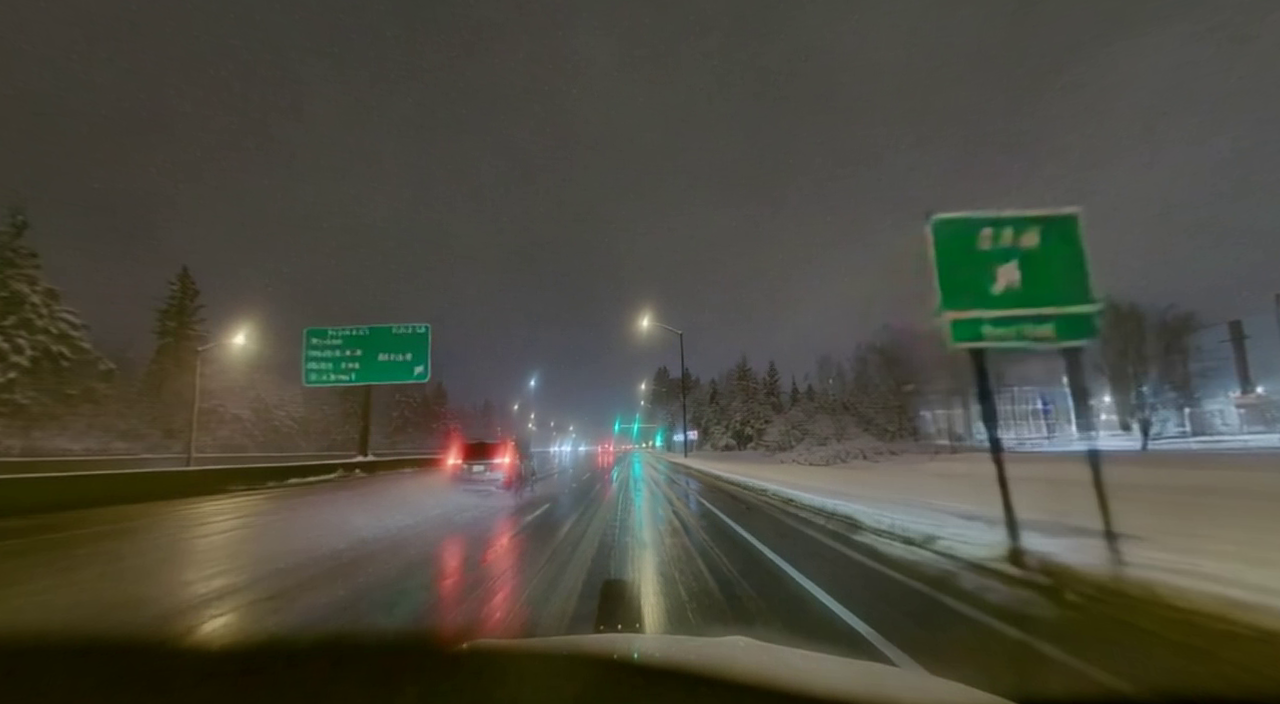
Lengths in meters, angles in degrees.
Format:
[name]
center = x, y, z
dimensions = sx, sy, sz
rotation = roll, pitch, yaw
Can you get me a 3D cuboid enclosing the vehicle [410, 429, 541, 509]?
[vehicle]
center = -4.053, 2.961, 16.522
dimensions = 2.150, 1.761, 4.697
rotation = 0, -8, 0
